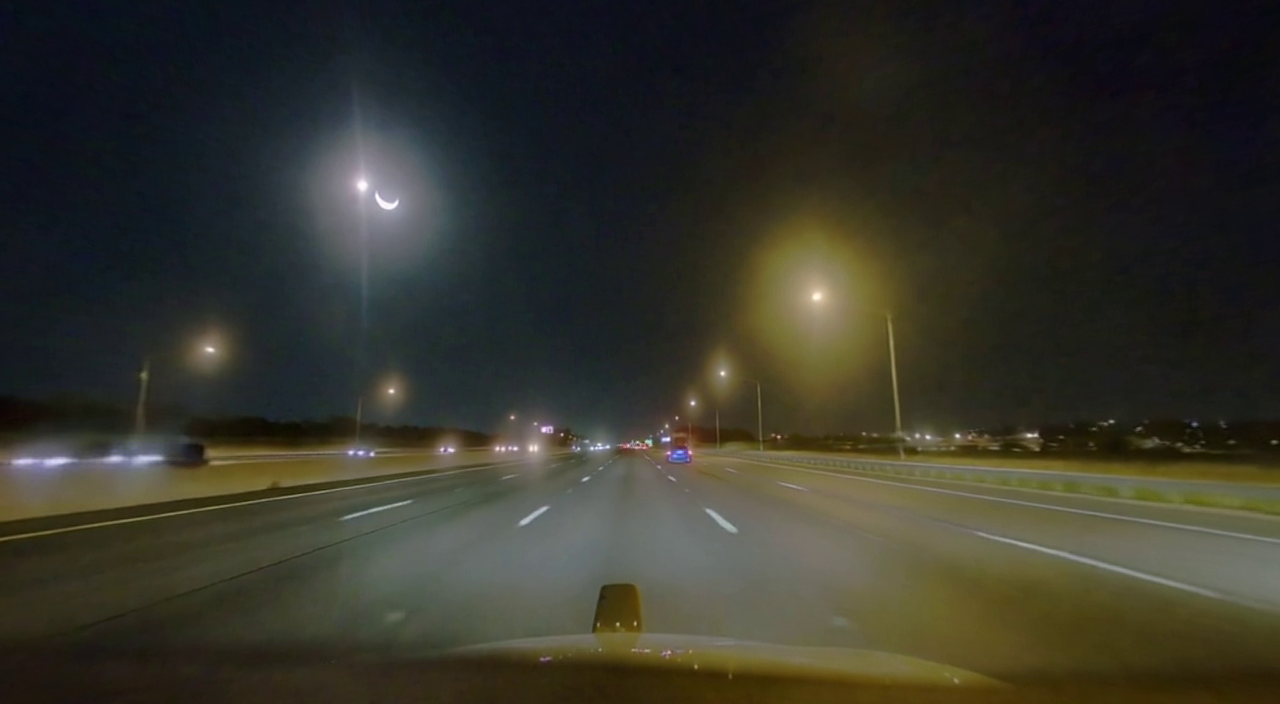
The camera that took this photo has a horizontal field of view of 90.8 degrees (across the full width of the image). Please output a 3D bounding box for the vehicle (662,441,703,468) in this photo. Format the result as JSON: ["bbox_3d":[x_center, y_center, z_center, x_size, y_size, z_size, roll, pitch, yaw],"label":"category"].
[{"bbox_3d":[2.710,6.630,41.064,2.270,1.615,3.770,0,-8,-1],"label":"vehicle"}]
